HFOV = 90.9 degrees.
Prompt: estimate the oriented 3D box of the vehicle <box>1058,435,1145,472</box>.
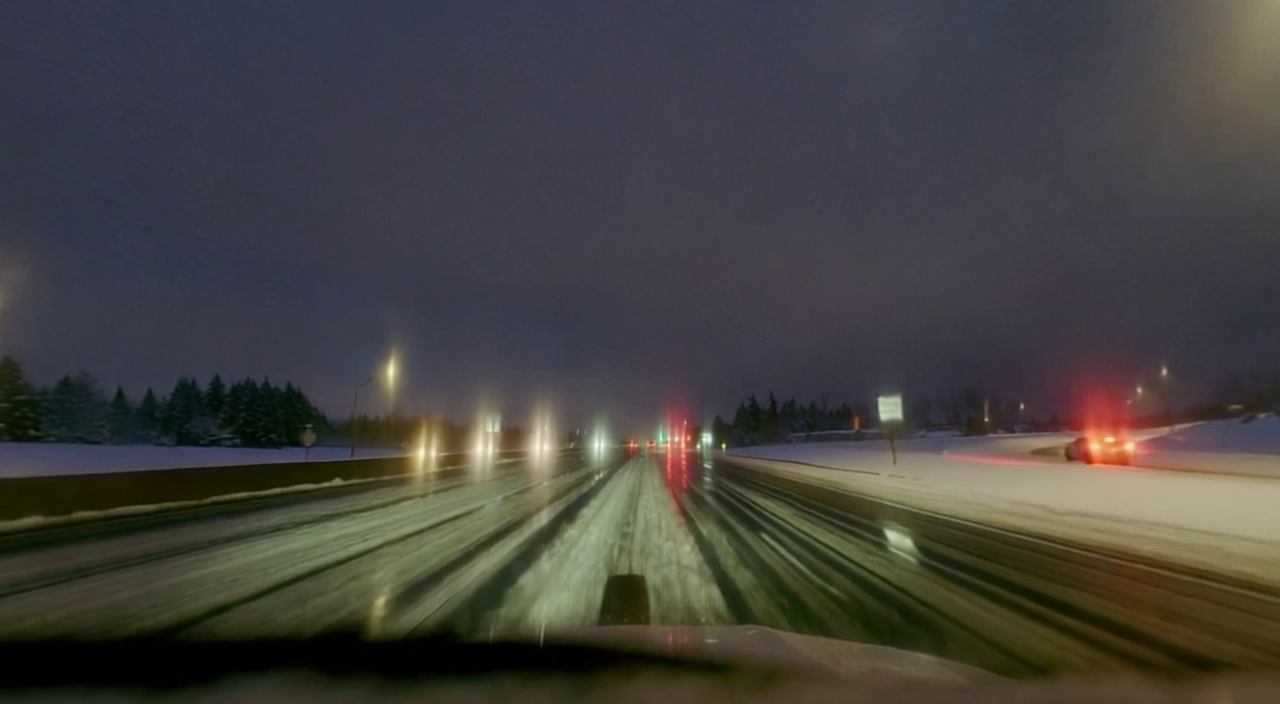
[{"bbox_3d":[22.795,5.023,31.334,2.039,1.658,4.457,-3,-9,17],"label":"vehicle"}]
